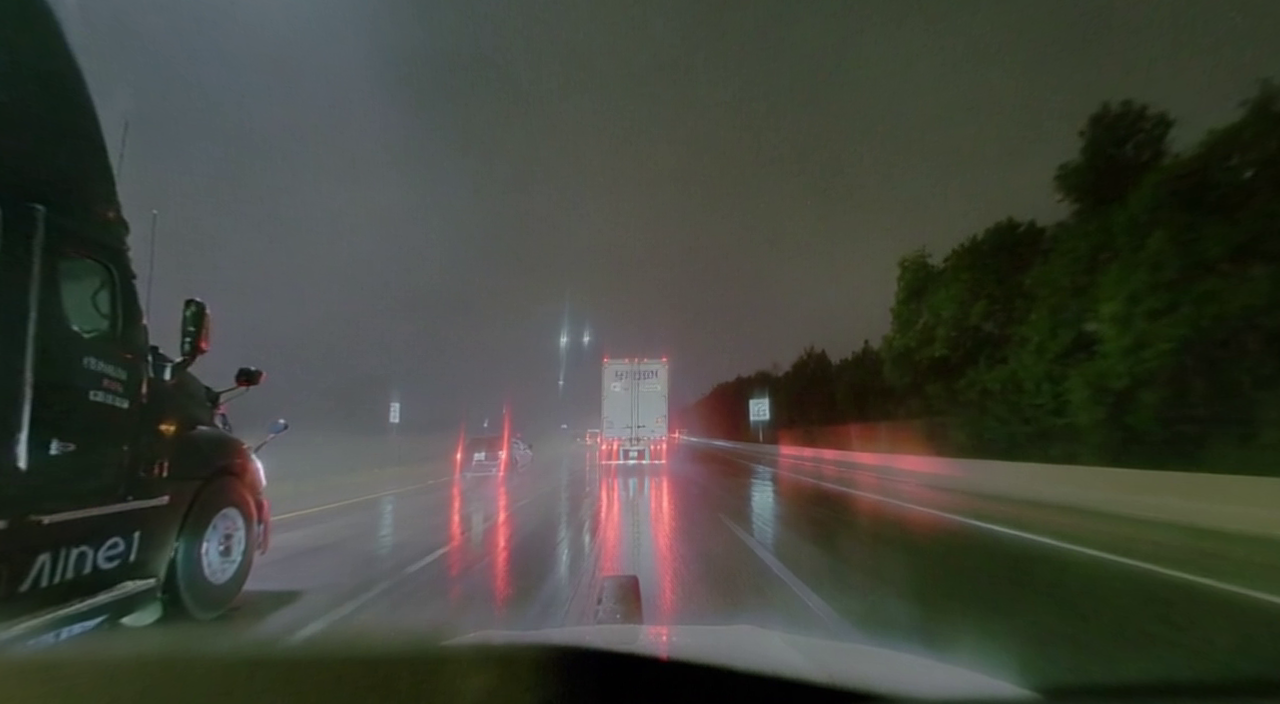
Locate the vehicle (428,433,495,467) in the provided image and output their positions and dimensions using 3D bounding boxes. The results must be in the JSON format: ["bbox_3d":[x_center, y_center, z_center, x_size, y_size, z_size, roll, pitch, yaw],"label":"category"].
[{"bbox_3d":[-8.603,4.745,30.795,1.976,1.510,4.604,0,-8,-1],"label":"vehicle"}]

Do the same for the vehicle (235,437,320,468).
[{"bbox_3d":[-19.590,5.419,34.217,1.923,1.506,4.408,0,-8,1],"label":"vehicle"}]

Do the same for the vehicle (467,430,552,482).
[{"bbox_3d":[-4.094,3.309,20.383,1.933,1.492,3.838,0,-8,0],"label":"vehicle"}]

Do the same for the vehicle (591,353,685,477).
[{"bbox_3d":[-0.214,2.789,26.299,3.118,4.106,10.719,0,-8,-2],"label":"vehicle"}]

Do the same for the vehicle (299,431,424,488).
[{"bbox_3d":[-8.131,3.136,18.821,1.943,1.500,4.011,0,-8,-1],"label":"vehicle"}]
